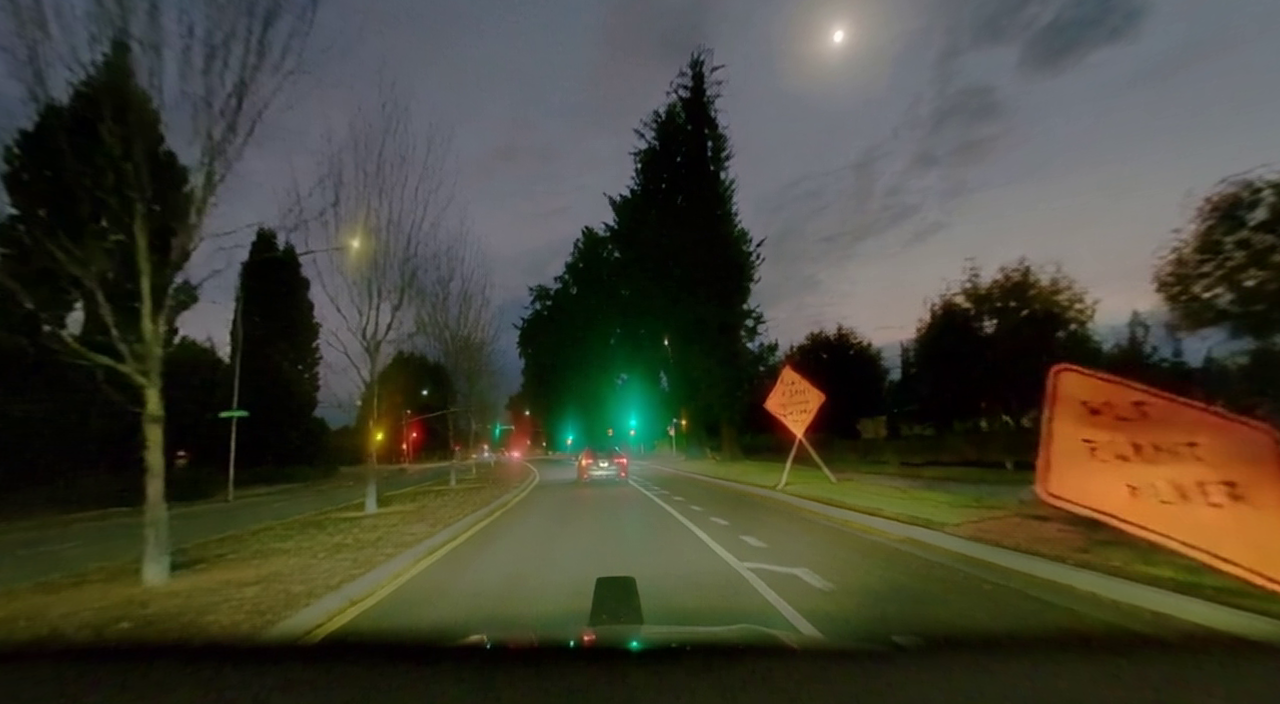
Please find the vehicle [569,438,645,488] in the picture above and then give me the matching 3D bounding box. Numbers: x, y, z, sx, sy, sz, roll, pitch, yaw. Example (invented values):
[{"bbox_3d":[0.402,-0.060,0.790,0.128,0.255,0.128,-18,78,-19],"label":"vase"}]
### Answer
[{"bbox_3d":[-1.269,3.764,21.829,2.266,1.508,4.430,1,-8,-7],"label":"vehicle"}]
